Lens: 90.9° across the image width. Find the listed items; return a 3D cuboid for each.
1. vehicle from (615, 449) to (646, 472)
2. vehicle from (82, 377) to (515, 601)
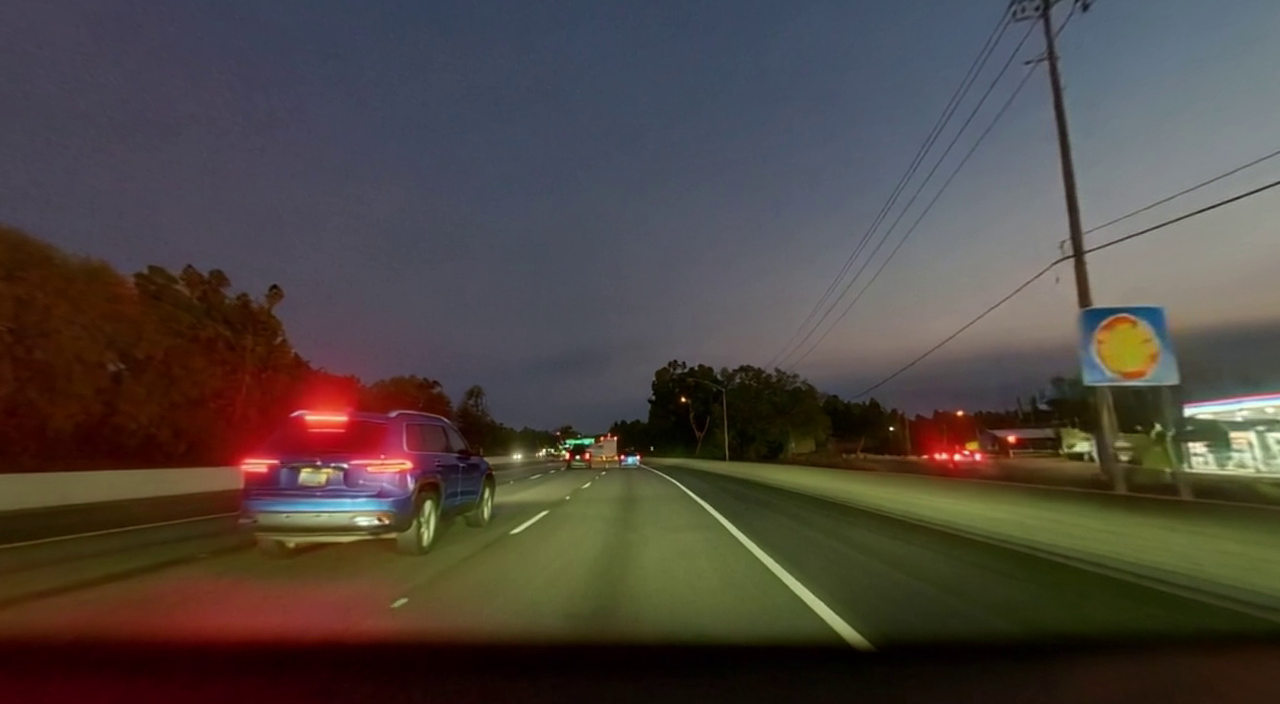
[{"bbox_3d":[-0.714,7.561,44.172,1.982,1.524,3.800,0,-8,-4],"label":"vehicle"},{"bbox_3d":[-3.805,1.724,9.029,2.694,2.081,6.099,0,-8,1],"label":"vehicle"}]
